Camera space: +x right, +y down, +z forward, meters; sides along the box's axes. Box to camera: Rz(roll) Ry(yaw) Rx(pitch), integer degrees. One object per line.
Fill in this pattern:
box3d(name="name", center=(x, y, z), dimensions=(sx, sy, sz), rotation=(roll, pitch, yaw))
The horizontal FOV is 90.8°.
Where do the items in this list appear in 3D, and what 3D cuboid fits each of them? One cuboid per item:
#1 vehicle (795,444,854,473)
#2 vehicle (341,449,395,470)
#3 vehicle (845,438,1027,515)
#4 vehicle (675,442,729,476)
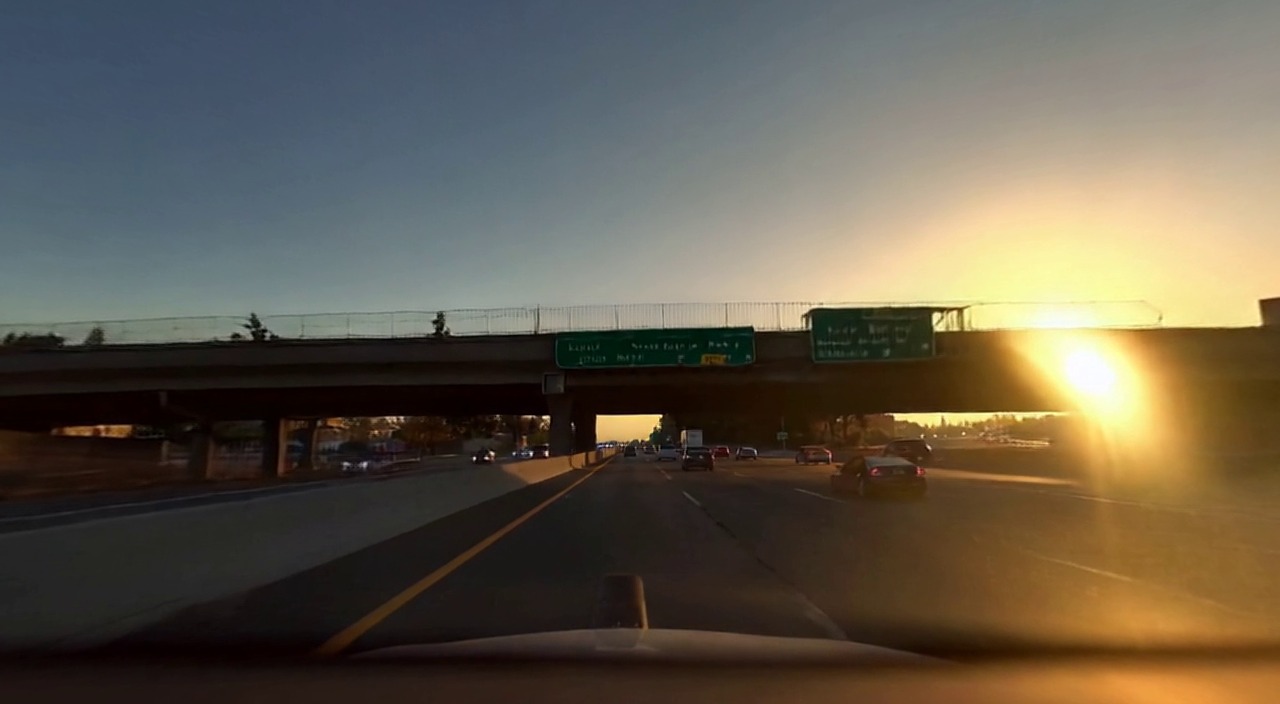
box3d(name="vehicle", center=(9.973, 5.761, 34.496), dimensions=(1.838, 1.440, 4.121), rotation=(0, -8, -2))
box3d(name="vehicle", center=(-20.876, 8.266, 48.711), dimensions=(2.057, 1.475, 4.785), rotation=(0, -8, 0))
box3d(name="vehicle", center=(6.553, 2.778, 14.692), dimensions=(1.952, 1.489, 4.483), rotation=(0, -8, -2))
box3d(name="vehicle", center=(2.865, 5.076, 30.340), dimensions=(1.993, 1.507, 4.594), rotation=(0, -8, -2))
